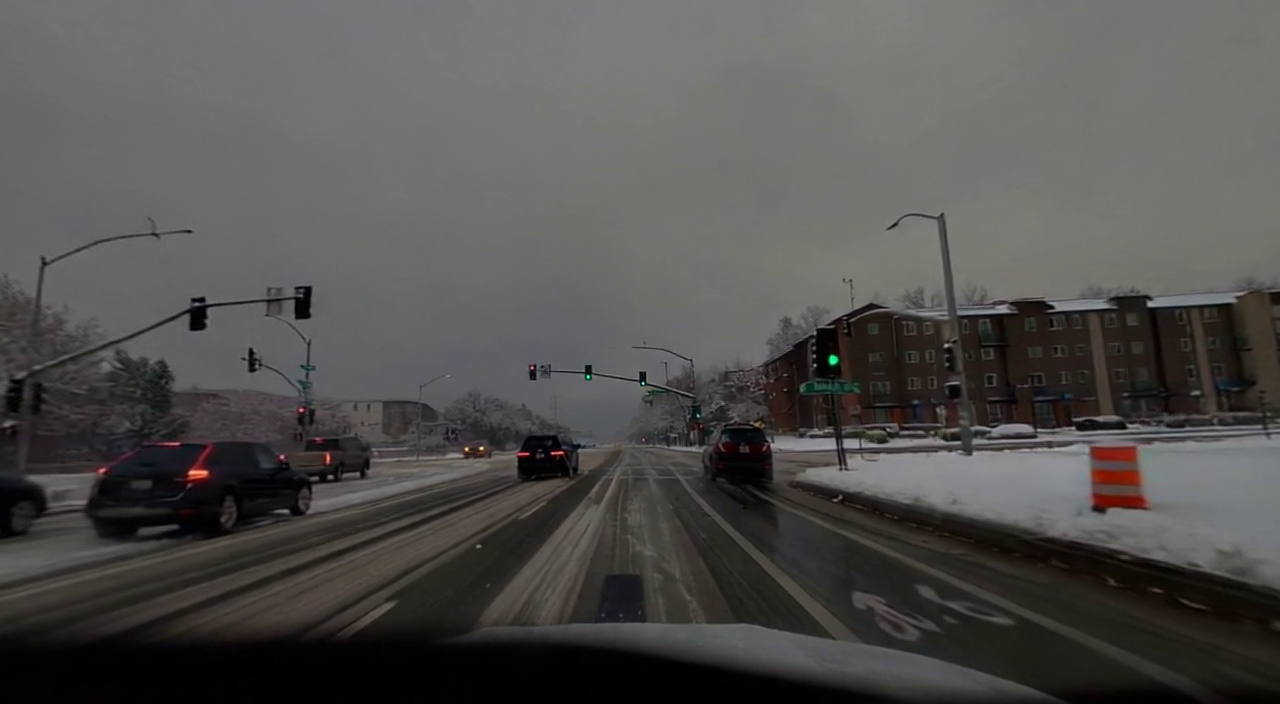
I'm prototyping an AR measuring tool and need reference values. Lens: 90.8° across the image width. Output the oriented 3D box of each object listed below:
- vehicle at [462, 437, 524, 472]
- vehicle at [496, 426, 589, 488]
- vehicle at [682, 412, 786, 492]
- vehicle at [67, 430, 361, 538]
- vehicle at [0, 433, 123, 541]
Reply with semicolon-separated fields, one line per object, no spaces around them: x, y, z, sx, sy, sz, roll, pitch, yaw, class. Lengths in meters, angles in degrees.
-6.662;4.686;29.076;1.993;1.492;3.666;0;-8;0;vehicle
-2.821;3.144;19.200;2.121;1.654;3.993;0;-8;1;vehicle
2.336;2.638;16.901;2.197;1.835;4.316;0;-8;1;vehicle
-7.015;2.191;11.224;1.928;1.488;4.635;0;-8;1;vehicle
-9.864;1.860;8.605;1.874;1.492;4.475;0;-8;0;vehicle
